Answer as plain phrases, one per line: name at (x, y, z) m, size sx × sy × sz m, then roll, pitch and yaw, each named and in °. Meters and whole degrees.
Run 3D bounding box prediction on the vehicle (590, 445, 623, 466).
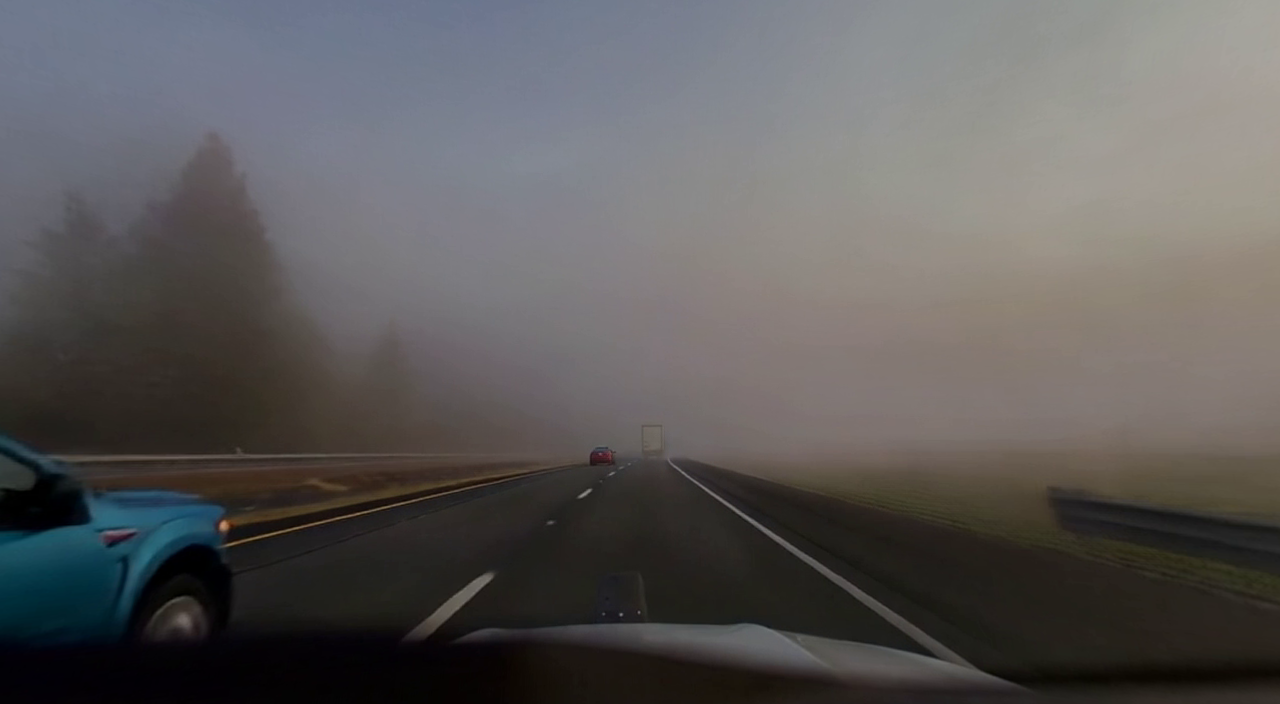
vehicle at (-2.540, 8.039, 48.927) m, size 2.199 × 1.555 × 4.451 m, roll 0°, pitch -9°, yaw 2°
